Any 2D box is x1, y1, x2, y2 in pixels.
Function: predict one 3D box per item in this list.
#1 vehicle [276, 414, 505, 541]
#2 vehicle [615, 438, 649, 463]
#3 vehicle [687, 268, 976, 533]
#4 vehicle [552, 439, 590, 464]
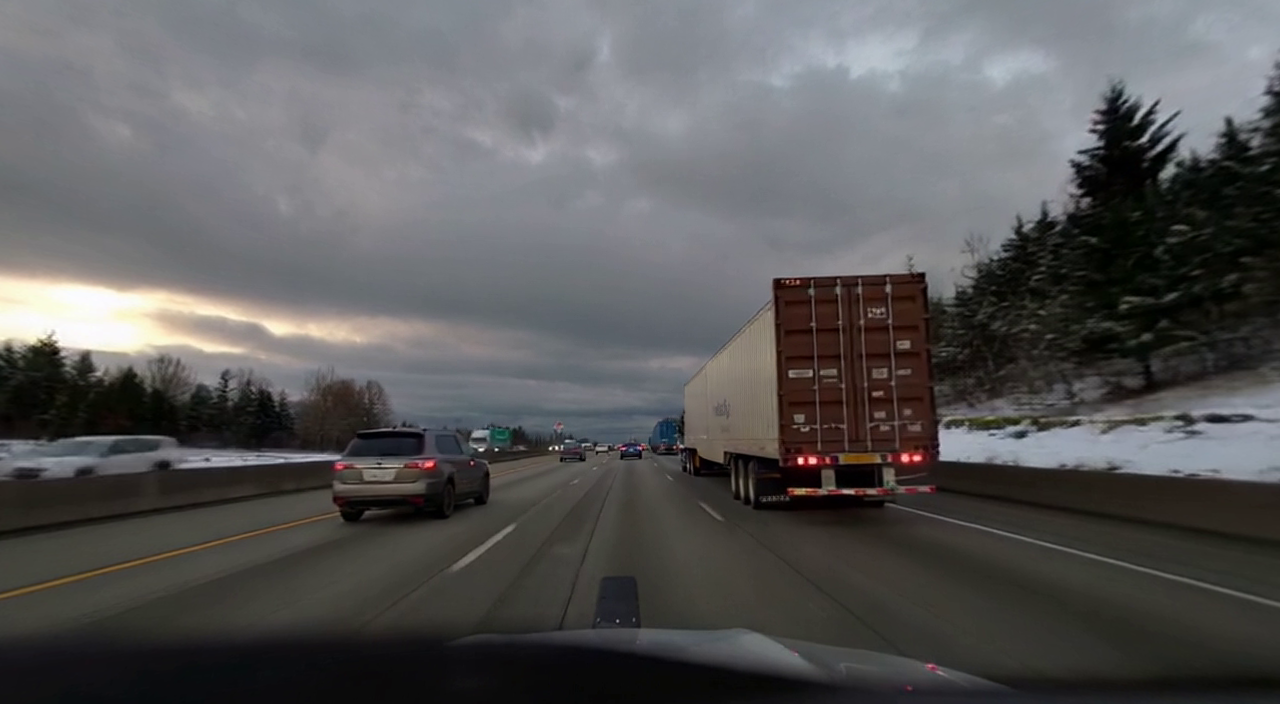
[{"bbox_3d":[-3.831,1.983,10.690,2.054,1.671,4.445,0,-8,0],"label":"vehicle"},{"bbox_3d":[-0.536,6.460,41.517,2.088,1.567,4.240,0,-8,-1],"label":"vehicle"},{"bbox_3d":[3.424,1.664,16.855,2.959,4.058,14.485,0,-8,-1],"label":"vehicle"},{"bbox_3d":[-4.391,6.365,40.489,2.021,1.514,4.190,0,-8,0],"label":"vehicle"}]
